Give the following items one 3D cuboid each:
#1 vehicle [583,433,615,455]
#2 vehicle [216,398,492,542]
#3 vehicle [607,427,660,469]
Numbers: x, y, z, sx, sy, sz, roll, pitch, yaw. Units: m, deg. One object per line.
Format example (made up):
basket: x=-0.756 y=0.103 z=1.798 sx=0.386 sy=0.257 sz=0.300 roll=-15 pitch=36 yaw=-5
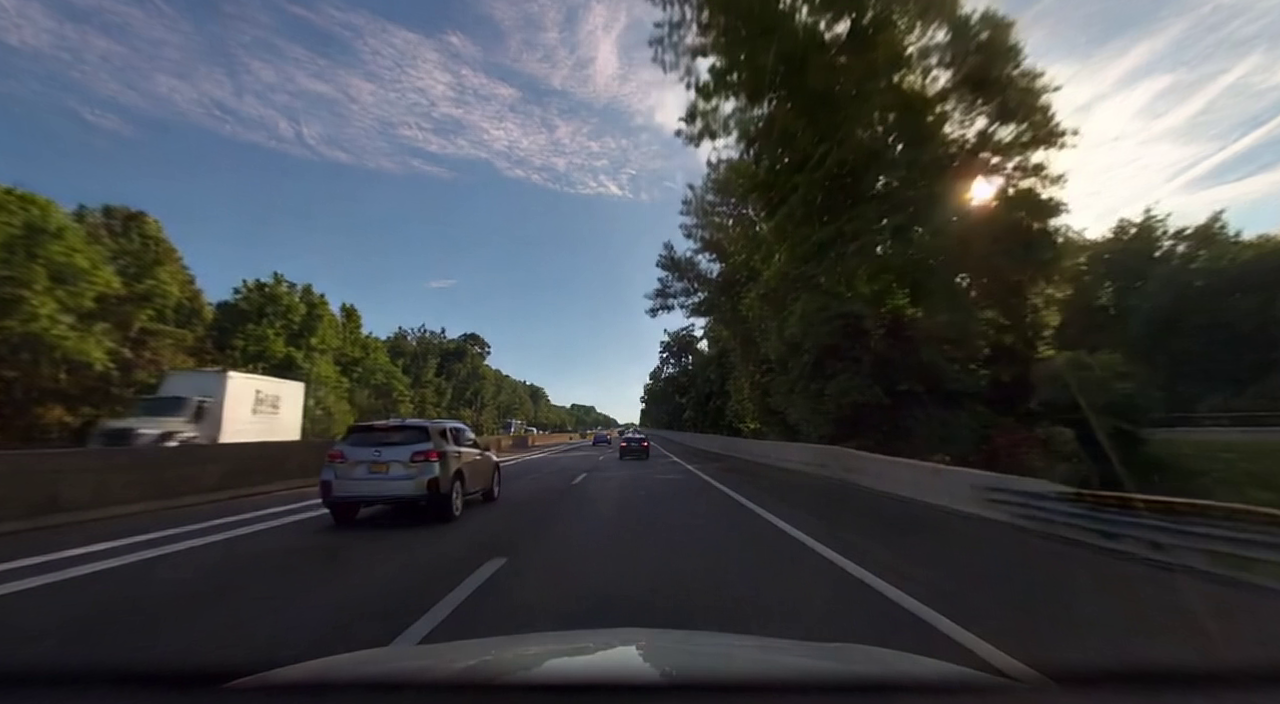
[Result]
vehicle: x=-3.001 y=6.767 z=46.432 sx=2.030 sy=1.491 sz=4.046 roll=0 pitch=-8 yaw=1
vehicle: x=-4.070 y=1.779 z=10.183 sx=2.251 sy=1.749 sz=4.820 roll=0 pitch=-8 yaw=-1
vehicle: x=-0.283 y=4.172 z=27.646 sx=2.134 sy=1.654 sz=4.174 roll=0 pitch=-8 yaw=-1
